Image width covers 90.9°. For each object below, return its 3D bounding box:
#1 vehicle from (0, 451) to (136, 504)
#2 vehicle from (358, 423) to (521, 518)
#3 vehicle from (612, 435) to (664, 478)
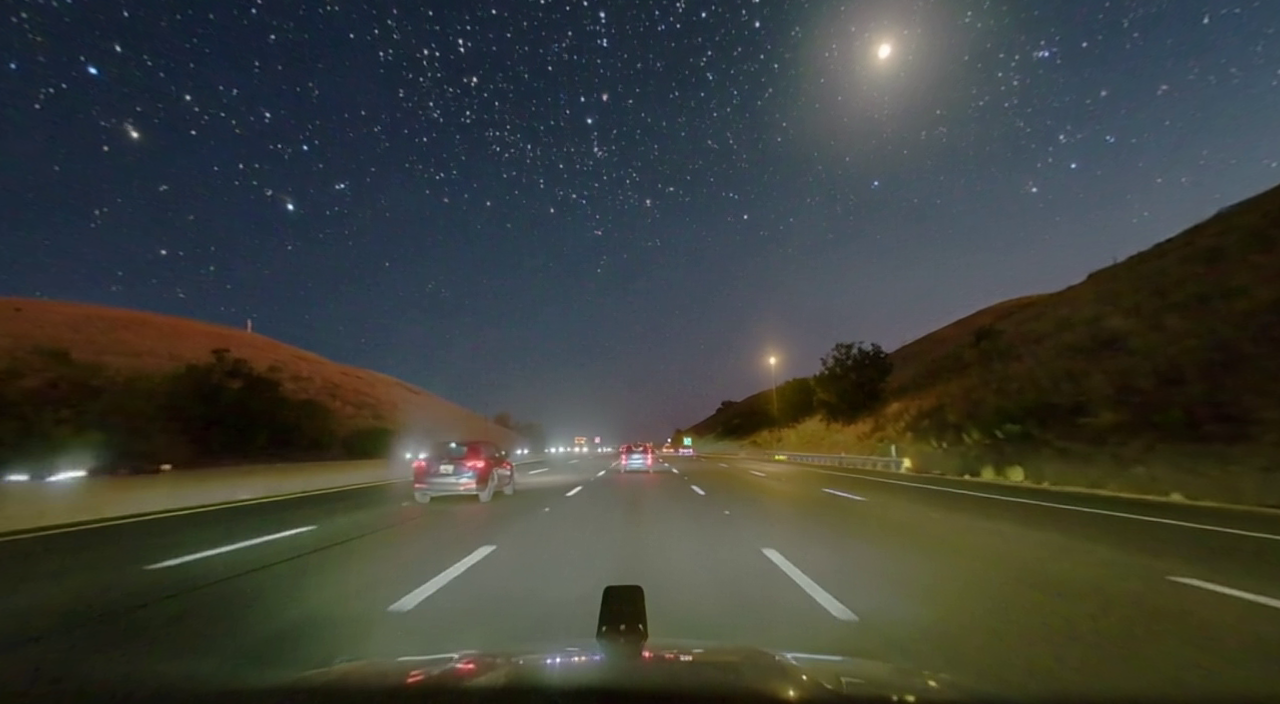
[{"bbox_3d":[-19.560,4.063,20.844,1.877,1.477,4.767,0,-8,0],"label":"vehicle"},{"bbox_3d":[-4.030,2.450,13.531,2.076,1.690,4.113,0,-8,1],"label":"vehicle"},{"bbox_3d":[-0.067,4.487,27.381,2.086,1.685,4.206,0,-8,0],"label":"vehicle"}]
